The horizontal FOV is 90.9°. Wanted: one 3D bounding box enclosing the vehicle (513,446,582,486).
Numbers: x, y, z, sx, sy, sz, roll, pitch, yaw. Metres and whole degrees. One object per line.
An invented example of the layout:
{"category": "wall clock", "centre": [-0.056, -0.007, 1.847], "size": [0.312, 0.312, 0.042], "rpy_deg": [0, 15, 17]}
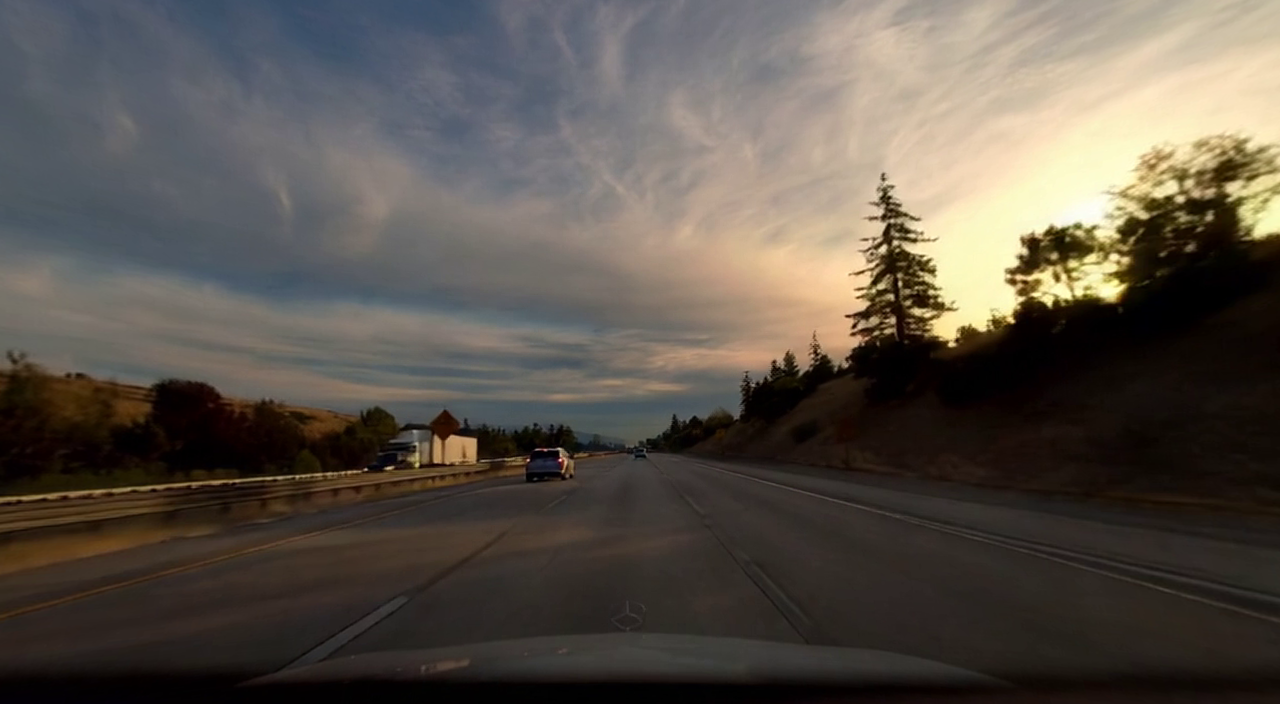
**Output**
{"category": "vehicle", "centre": [-3.646, 4.616, 25.771], "size": [2.054, 1.475, 4.708], "rpy_deg": [0, -9, 1]}

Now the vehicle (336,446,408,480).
{"category": "vehicle", "centre": [-16.260, 6.753, 38.502], "size": [2.323, 1.901, 4.737], "rpy_deg": [0, -9, -1]}
